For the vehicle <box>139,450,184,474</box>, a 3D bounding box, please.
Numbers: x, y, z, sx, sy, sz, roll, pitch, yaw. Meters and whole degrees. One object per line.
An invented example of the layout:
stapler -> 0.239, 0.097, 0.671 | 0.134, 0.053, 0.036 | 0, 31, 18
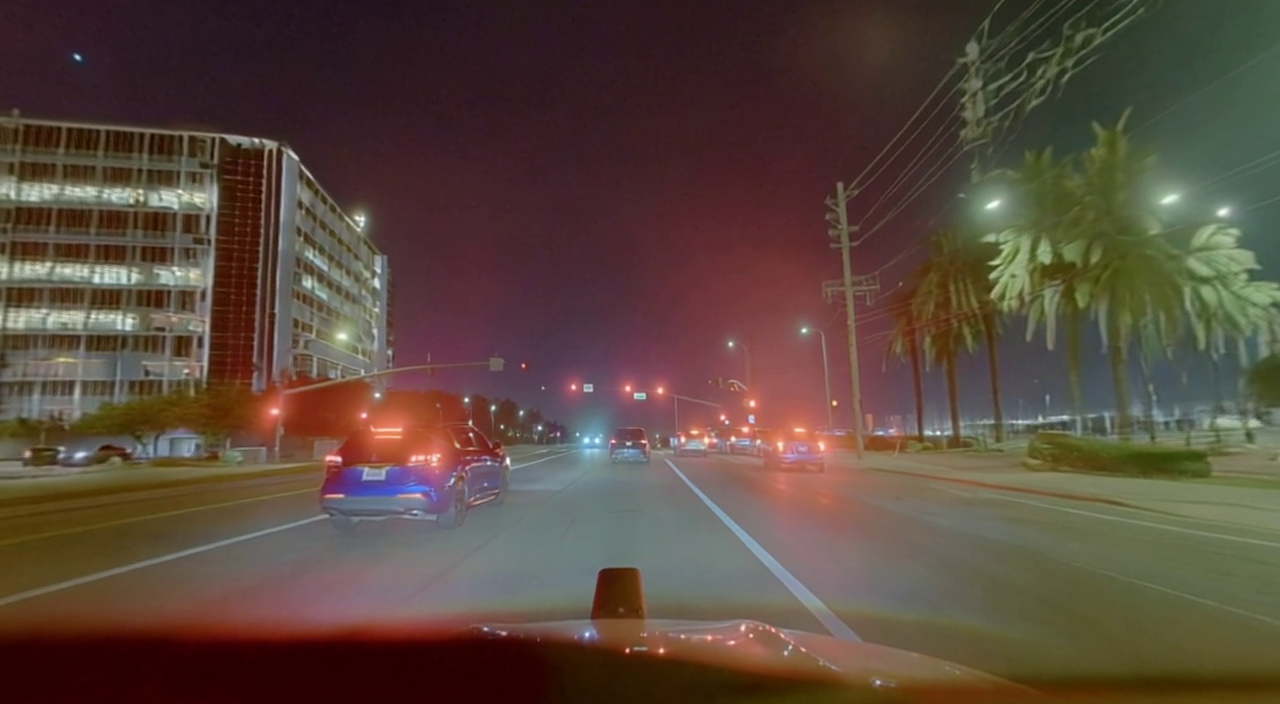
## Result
vehicle -> -32.566, 7.441, 43.059 | 1.879, 1.448, 4.729 | 5, -10, -31

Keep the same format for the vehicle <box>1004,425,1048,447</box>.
vehicle -> 27.946, 6.158, 45.830 | 2.020, 1.501, 4.732 | -4, -9, 24

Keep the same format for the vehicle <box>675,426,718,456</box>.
vehicle -> 3.169, 5.123, 36.111 | 1.975, 1.598, 4.025 | 0, -8, -1

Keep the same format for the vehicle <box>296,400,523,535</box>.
vehicle -> -3.462, 1.849, 10.624 | 2.136, 1.779, 4.417 | 0, -8, 0

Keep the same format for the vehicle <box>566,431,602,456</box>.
vehicle -> -3.546, 5.891, 40.751 | 1.973, 1.504, 3.895 | 0, -8, 0

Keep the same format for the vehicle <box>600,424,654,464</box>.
vehicle -> -0.589, 4.252, 29.164 | 2.302, 1.681, 4.217 | 0, -8, -1

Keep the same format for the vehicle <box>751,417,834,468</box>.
vehicle -> 6.379, 3.903, 27.140 | 2.130, 1.979, 5.310 | 0, -8, -1
